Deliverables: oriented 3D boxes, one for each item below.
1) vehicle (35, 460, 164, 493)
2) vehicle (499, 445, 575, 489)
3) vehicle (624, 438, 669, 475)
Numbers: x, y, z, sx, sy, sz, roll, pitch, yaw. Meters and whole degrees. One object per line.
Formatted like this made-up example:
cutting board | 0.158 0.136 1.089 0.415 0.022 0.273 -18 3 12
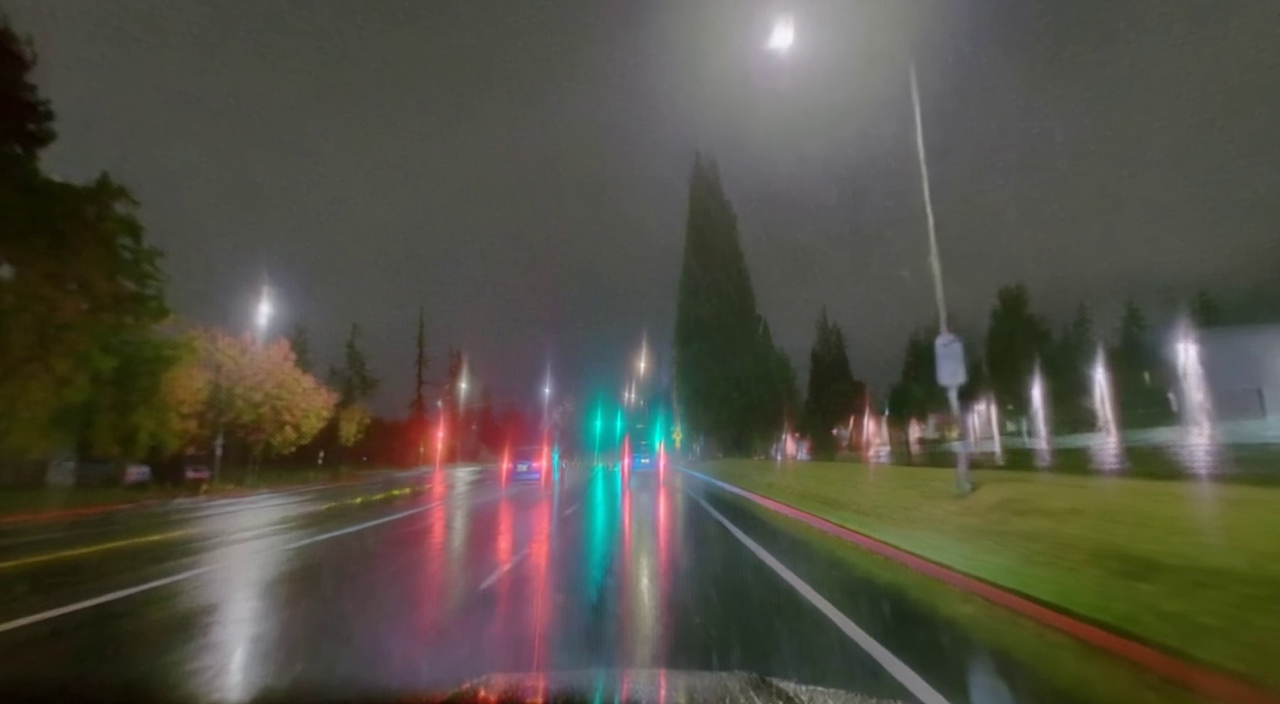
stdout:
vehicle | -25.345 5.834 29.651 4.182 1.444 1.884 1 -8 -5
vehicle | -3.612 4.113 22.934 2.036 1.447 4.044 0 -8 1
vehicle | 0.271 5.474 33.173 2.215 1.799 4.426 0 -8 -1
